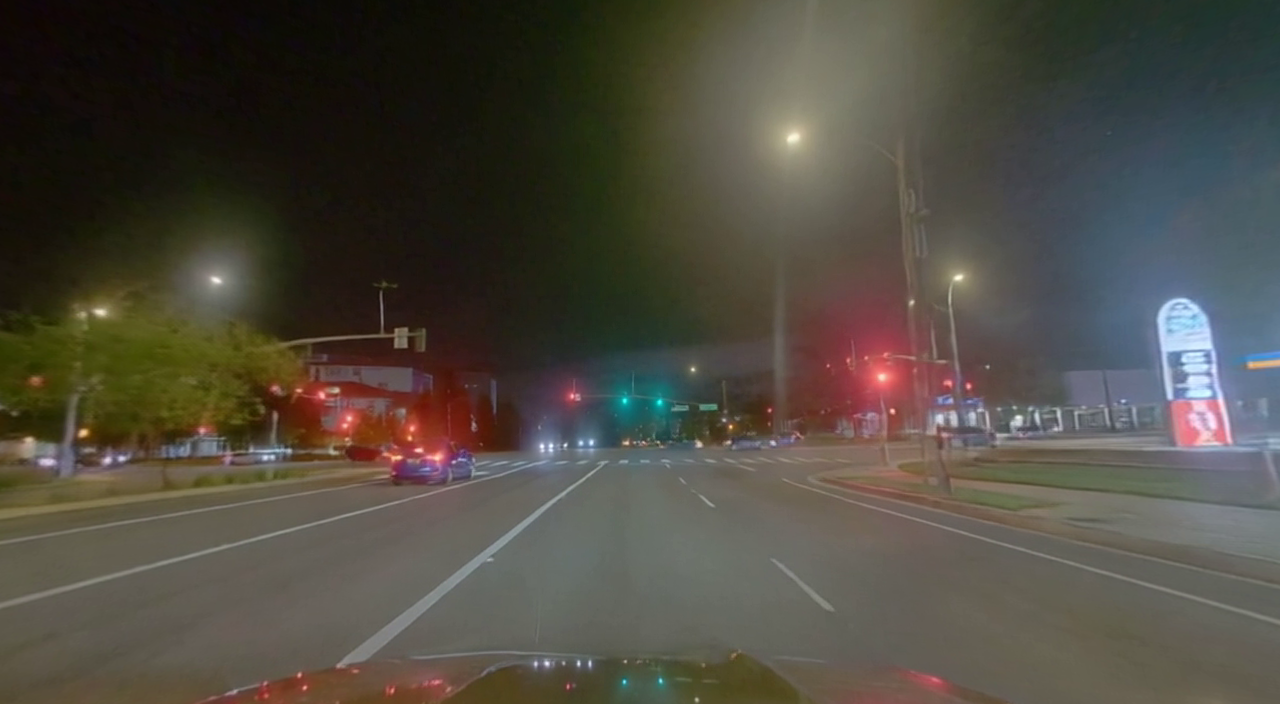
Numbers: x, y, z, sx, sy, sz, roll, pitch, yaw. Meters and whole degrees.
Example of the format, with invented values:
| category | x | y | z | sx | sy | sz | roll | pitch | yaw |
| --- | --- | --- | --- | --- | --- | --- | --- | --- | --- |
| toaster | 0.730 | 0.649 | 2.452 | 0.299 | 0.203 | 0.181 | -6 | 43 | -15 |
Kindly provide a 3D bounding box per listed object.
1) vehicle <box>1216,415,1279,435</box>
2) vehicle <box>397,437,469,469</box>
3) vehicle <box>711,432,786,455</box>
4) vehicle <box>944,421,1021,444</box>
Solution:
| category | x | y | z | sx | sy | sz | roll | pitch | yaw |
| --- | --- | --- | --- | --- | --- | --- | --- | --- | --- |
| vehicle | 47.300 | 5.549 | 47.979 | 4.849 | 1.464 | 1.777 | -1 | -8 | 3 |
| vehicle | -10.066 | 4.926 | 30.993 | 1.899 | 1.460 | 4.880 | 0 | -8 | 0 |
| vehicle | 7.476 | 6.351 | 43.690 | 4.885 | 1.503 | 1.845 | -1 | -8 | 3 |
| vehicle | 26.895 | 6.362 | 49.551 | 4.864 | 1.566 | 1.807 | -3 | -8 | 3 |
